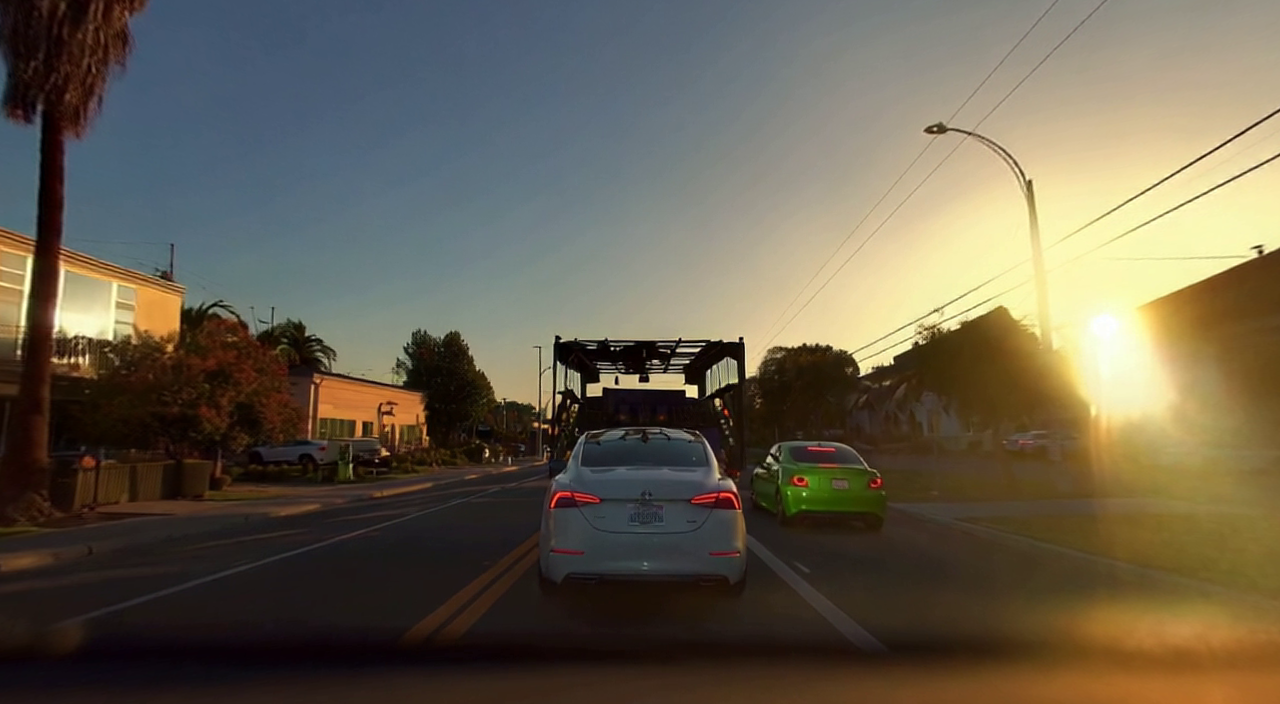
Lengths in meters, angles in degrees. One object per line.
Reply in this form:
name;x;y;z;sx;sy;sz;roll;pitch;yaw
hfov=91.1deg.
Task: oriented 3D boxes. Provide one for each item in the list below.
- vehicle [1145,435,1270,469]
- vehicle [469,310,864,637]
vehicle;28.575;5.043;31.802;4.193;1.633;1.928;-4;-9;26
vehicle;0.166;1.304;7.720;2.728;2.305;6.506;0;-8;0
